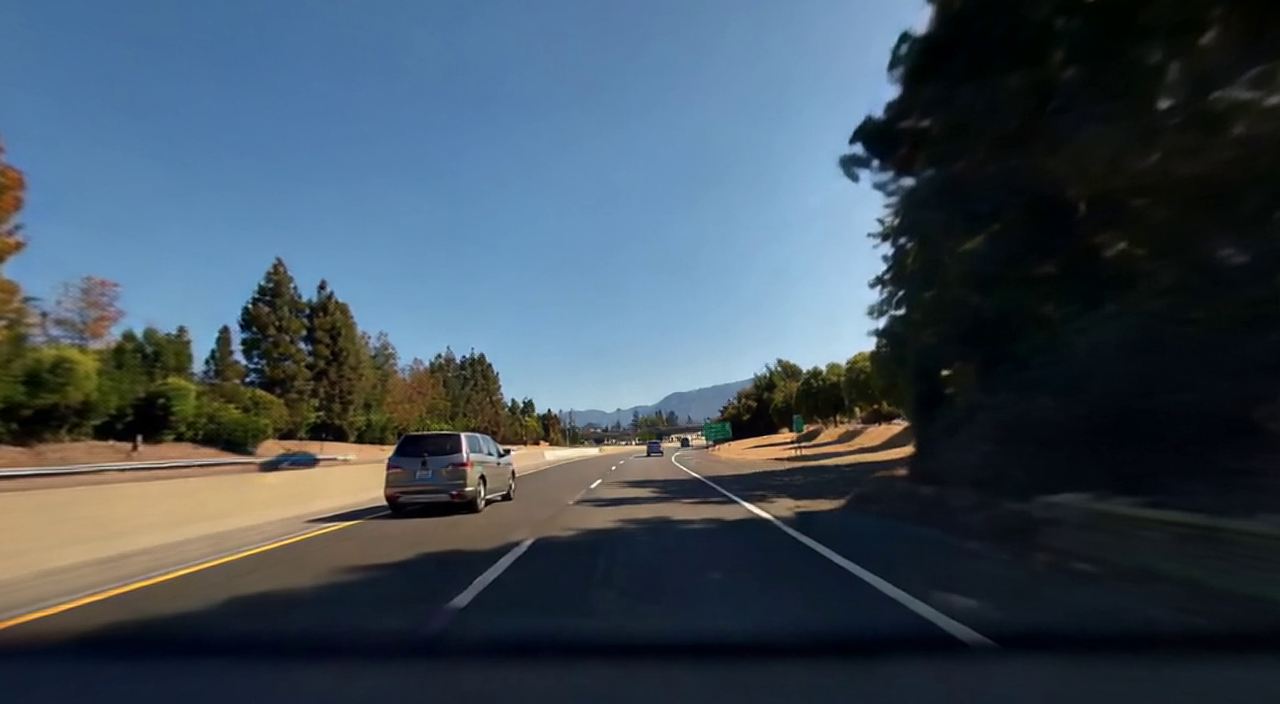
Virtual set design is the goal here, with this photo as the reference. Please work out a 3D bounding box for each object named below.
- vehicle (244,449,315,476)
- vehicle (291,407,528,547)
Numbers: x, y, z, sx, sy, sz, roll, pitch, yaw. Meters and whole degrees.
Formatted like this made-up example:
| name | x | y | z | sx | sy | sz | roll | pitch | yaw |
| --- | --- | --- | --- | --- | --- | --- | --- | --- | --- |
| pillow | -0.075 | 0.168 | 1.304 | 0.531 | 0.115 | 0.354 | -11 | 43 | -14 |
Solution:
| name | x | y | z | sx | sy | sz | roll | pitch | yaw |
| --- | --- | --- | --- | --- | --- | --- | --- | --- | --- |
| vehicle | -23.452 | 7.183 | 41.254 | 1.860 | 1.621 | 4.820 | -1 | -8 | 0 |
| vehicle | -3.628 | 2.113 | 11.457 | 2.143 | 1.851 | 5.817 | 0 | -8 | 0 |
